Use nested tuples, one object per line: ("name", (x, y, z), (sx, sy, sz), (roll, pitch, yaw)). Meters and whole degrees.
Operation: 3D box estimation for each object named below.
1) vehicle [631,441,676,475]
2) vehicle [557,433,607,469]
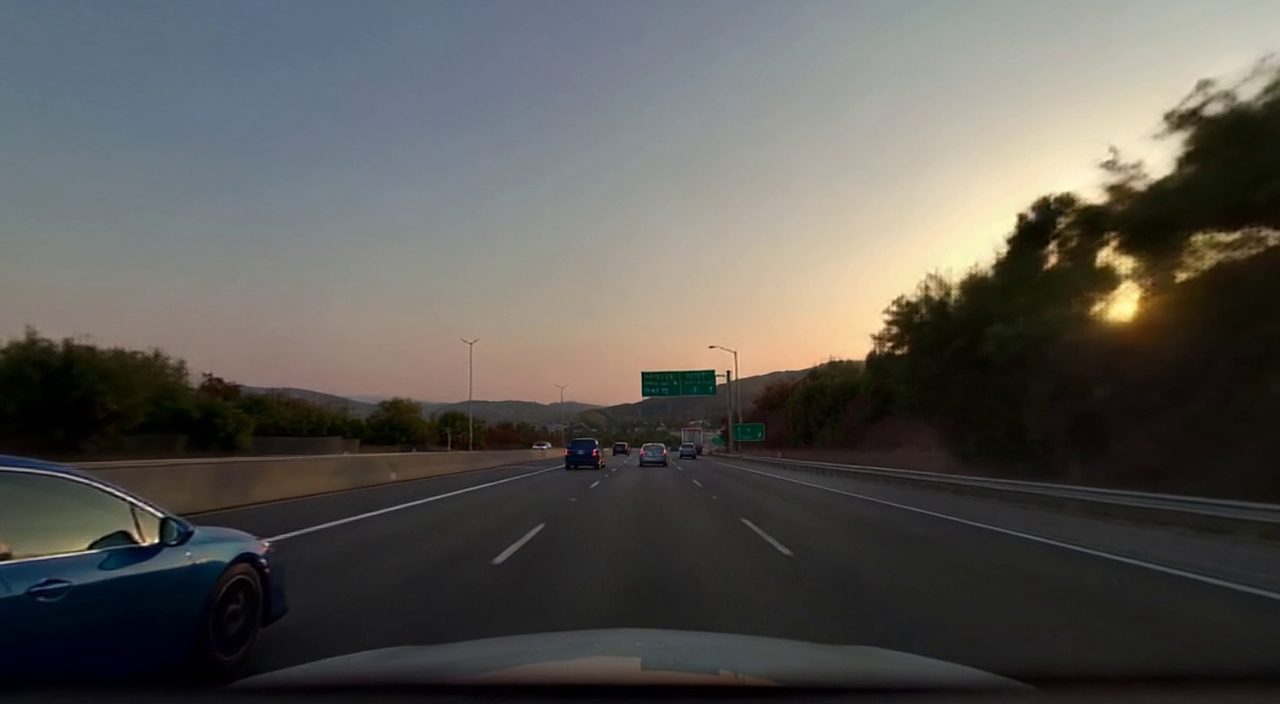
("vehicle", (0.670, 5.251, 31.428), (2.086, 1.548, 4.325), (0, -9, 1))
("vehicle", (-3.264, 5.708, 36.422), (2.264, 1.901, 4.647), (0, -9, 2))
